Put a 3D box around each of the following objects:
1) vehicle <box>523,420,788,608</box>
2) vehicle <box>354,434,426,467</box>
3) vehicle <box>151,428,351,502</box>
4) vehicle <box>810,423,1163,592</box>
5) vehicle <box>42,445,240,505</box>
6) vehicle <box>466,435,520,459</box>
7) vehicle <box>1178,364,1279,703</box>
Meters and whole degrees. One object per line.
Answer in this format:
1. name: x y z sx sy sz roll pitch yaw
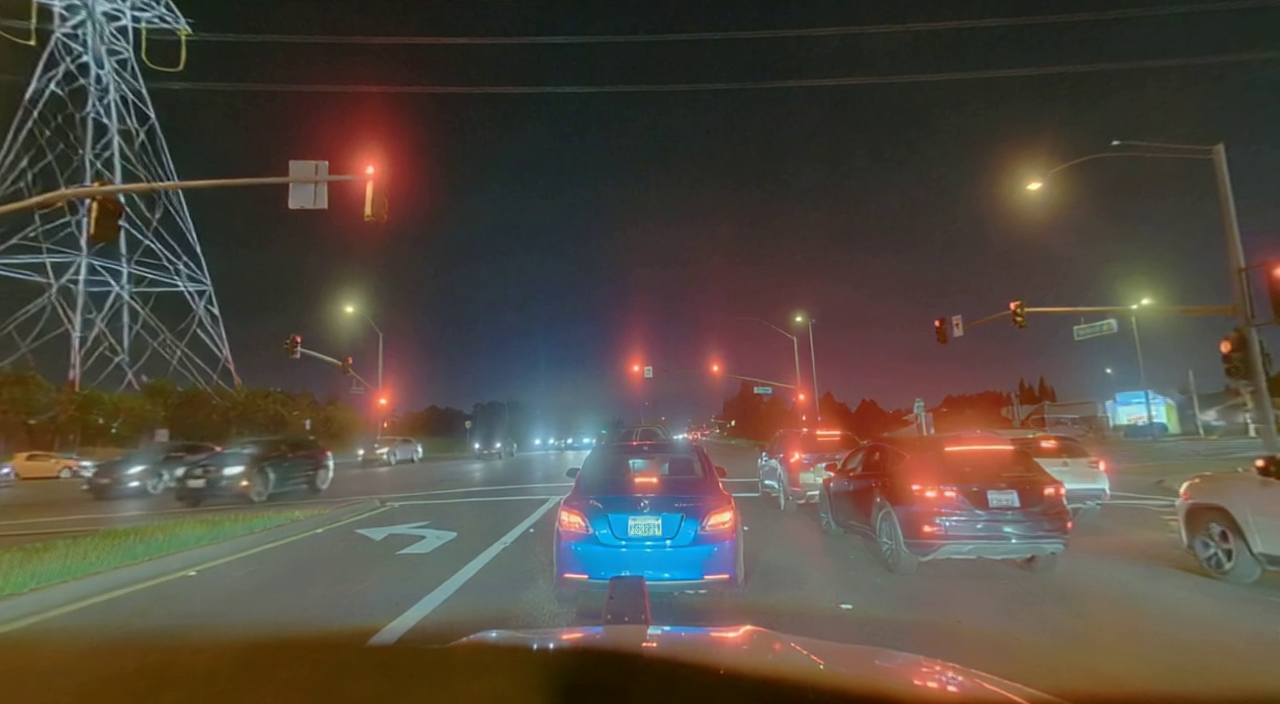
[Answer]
1. vehicle: 0.108 1.598 7.128 2.117 1.474 4.036 0 -8 0
2. vehicle: -14.022 5.562 35.671 1.955 1.694 4.625 -1 -8 3
3. vehicle: -10.332 3.030 17.390 2.239 1.719 4.948 -1 -8 1
4. vehicle: 3.648 1.685 7.723 1.835 1.473 4.190 0 -8 -2
5. vehicle: -14.129 3.463 18.303 1.982 1.469 4.583 0 -8 0
6. vehicle: -9.309 6.089 40.408 1.992 1.480 4.743 -1 -9 4
7. vehicle: 3.406 0.591 0.628 1.926 1.614 4.330 0 -8 1
